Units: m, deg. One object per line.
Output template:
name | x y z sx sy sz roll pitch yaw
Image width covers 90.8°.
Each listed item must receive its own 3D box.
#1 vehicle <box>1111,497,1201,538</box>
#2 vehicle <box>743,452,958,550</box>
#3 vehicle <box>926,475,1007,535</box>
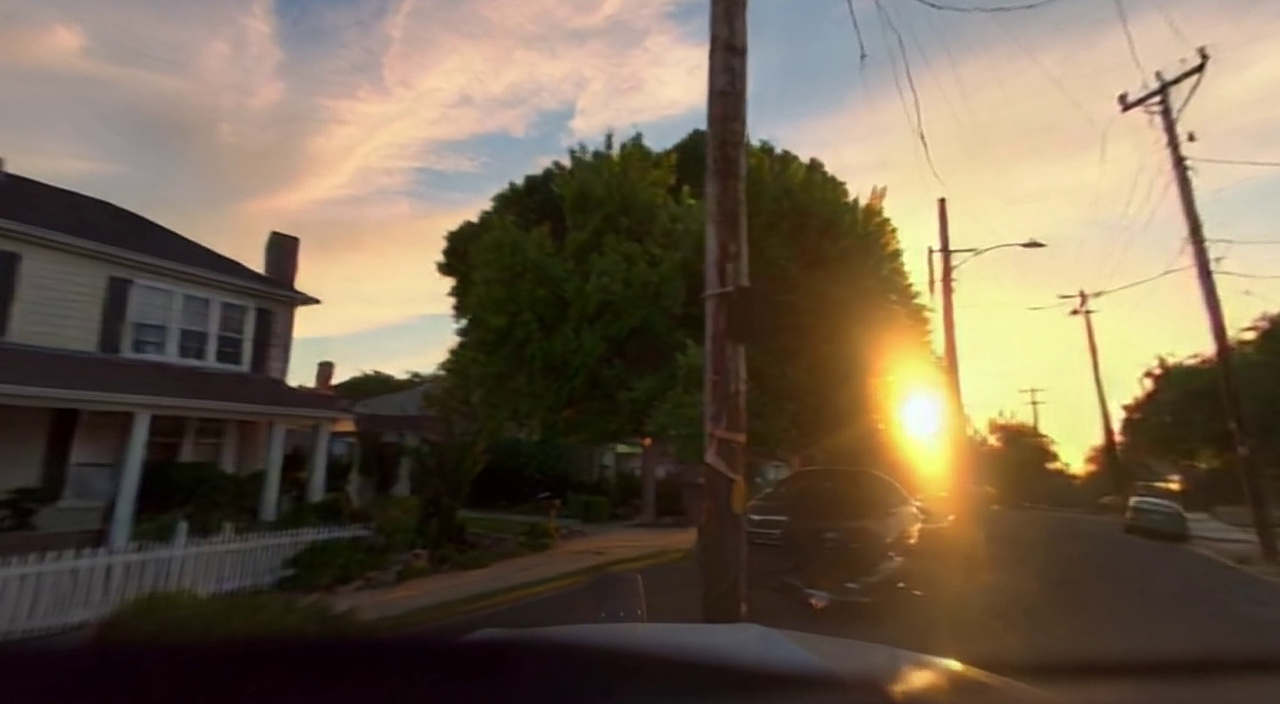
vehicle | 24.649 7.851 30.133 3.005 1.535 4.025 -5 -14 42
vehicle | 5.237 3.557 15.796 4.537 1.595 2.471 1 -8 34
vehicle | 11.399 5.180 21.903 2.081 1.589 4.691 -4 -10 31
